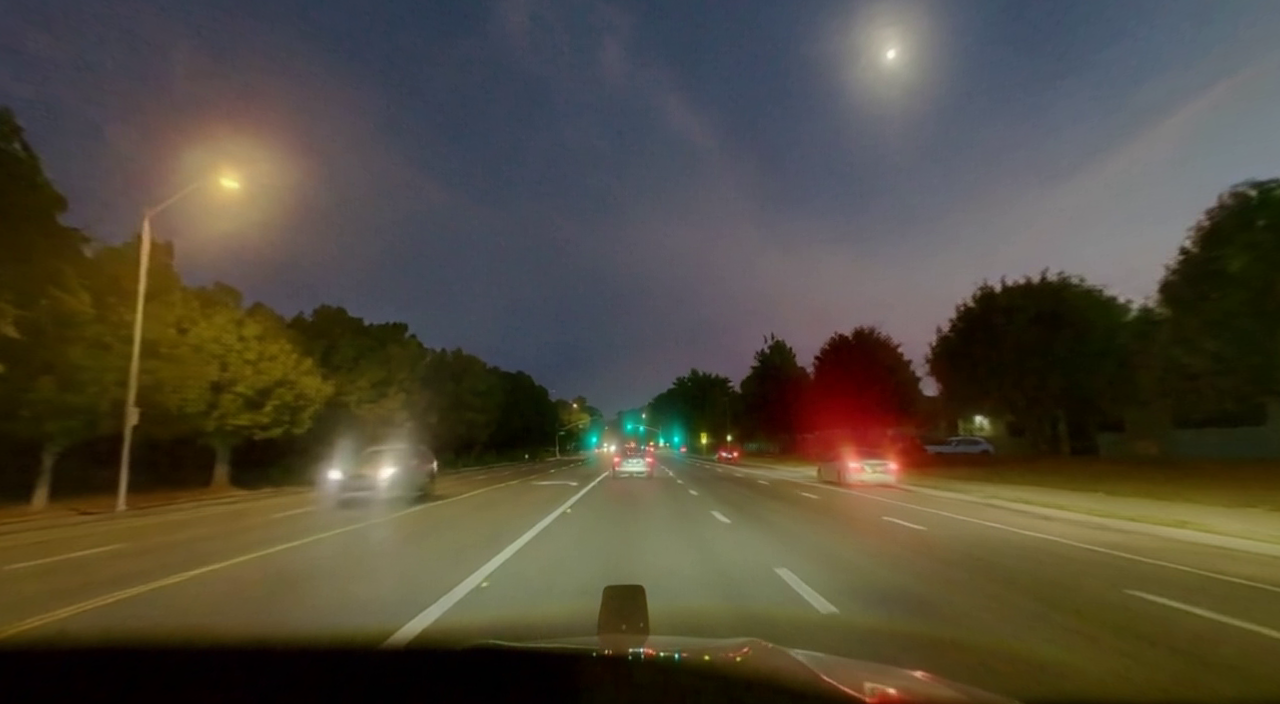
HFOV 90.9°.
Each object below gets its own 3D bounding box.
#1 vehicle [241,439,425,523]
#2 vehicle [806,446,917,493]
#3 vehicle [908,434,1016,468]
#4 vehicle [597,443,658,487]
[{"bbox_3d":[-6.865,2.898,14.758,2.083,1.646,4.293,0,-9,0],"label":"vehicle"},{"bbox_3d":[7.637,4.078,22.324,2.131,1.474,4.752,1,-9,-1],"label":"vehicle"},{"bbox_3d":[17.711,5.429,34.675,5.100,1.770,2.269,3,-9,-18],"label":"vehicle"},{"bbox_3d":[-0.434,4.160,23.626,2.099,1.470,4.302,0,-9,0],"label":"vehicle"}]
